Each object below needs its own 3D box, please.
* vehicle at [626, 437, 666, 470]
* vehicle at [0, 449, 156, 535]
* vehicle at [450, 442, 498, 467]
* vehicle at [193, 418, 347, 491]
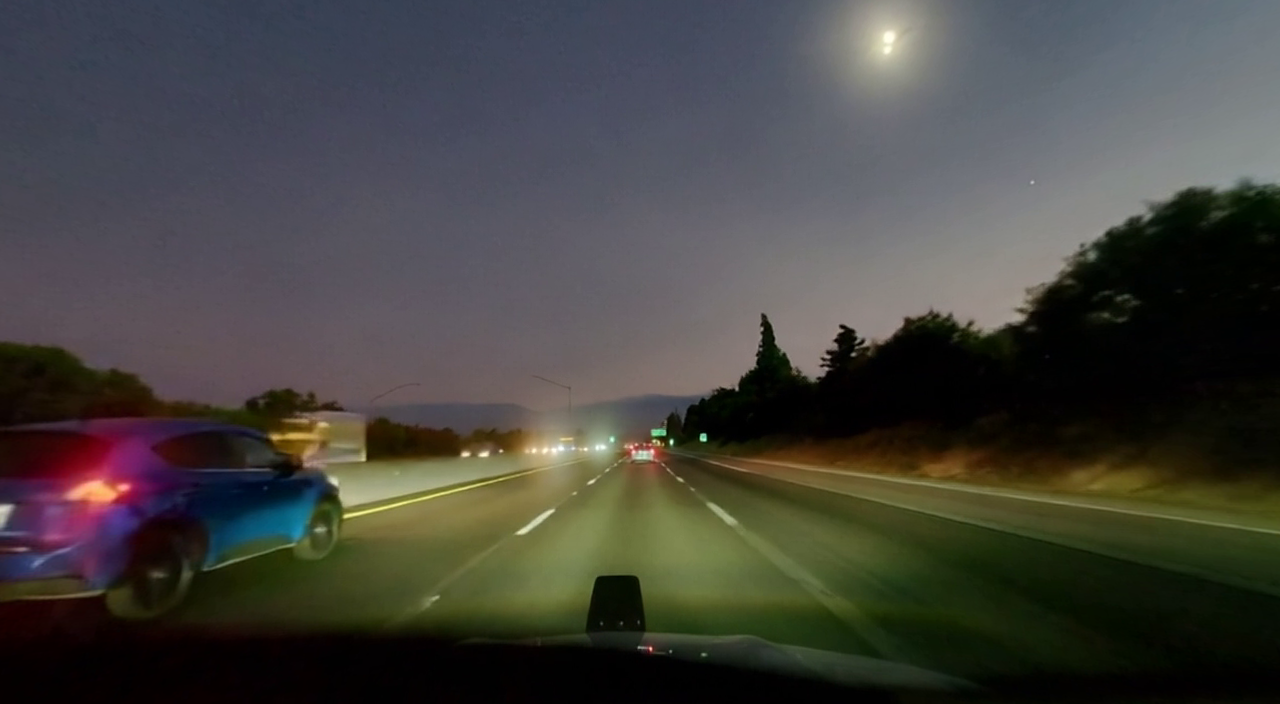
[{"bbox_3d":[0.348,6.141,38.119,2.247,1.825,4.036,0,-9,0],"label":"vehicle"},{"bbox_3d":[-12.082,2.648,12.240,1.866,1.470,4.358,0,-9,0],"label":"vehicle"},{"bbox_3d":[-11.349,7.070,43.413,2.024,1.594,4.563,-1,-9,0],"label":"vehicle"},{"bbox_3d":[-15.788,4.452,27.634,2.314,2.738,7.144,-1,-9,0],"label":"vehicle"}]
